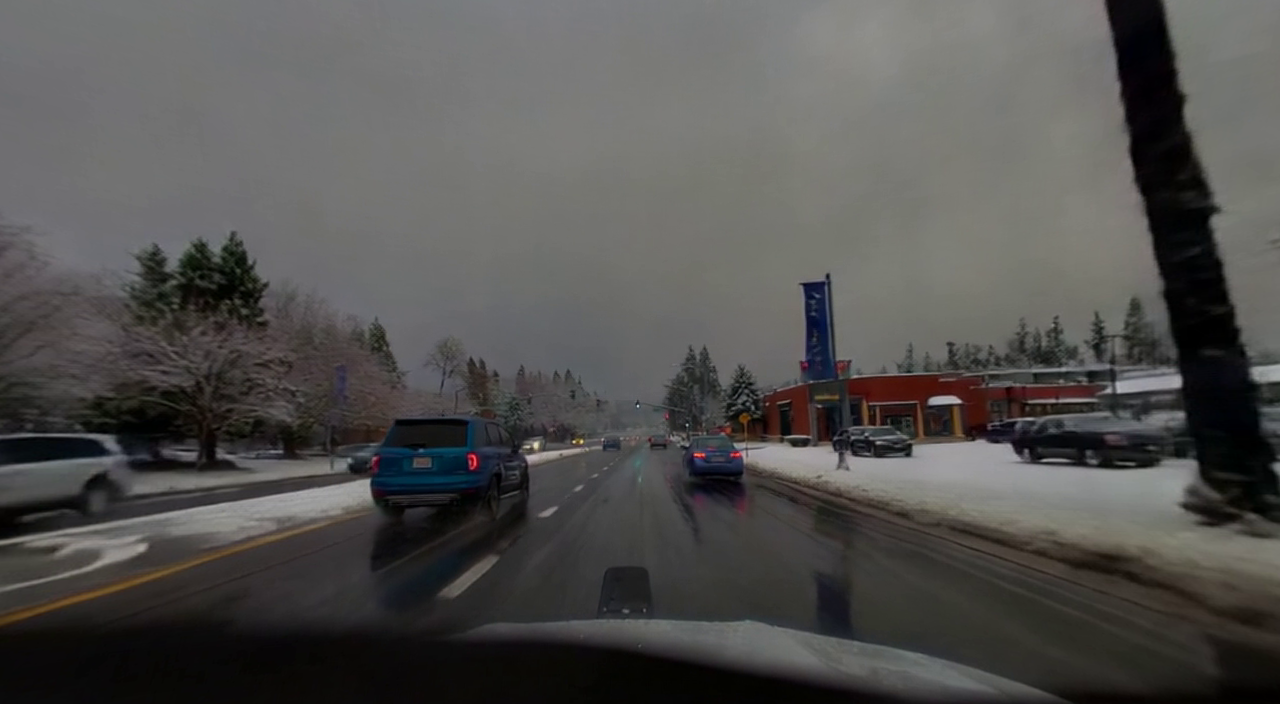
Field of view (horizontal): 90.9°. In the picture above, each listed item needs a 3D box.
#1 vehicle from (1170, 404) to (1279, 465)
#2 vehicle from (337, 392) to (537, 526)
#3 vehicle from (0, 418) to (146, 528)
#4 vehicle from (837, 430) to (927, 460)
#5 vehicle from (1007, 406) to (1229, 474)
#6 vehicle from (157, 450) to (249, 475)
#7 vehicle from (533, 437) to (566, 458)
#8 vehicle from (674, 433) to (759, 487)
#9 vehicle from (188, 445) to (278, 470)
[{"bbox_3d":[18.642,2.481,18.776,4.591,1.666,1.901,2,-9,-15],"label":"vehicle"},{"bbox_3d":[-3.397,1.924,11.703,2.152,1.987,4.527,0,-8,0],"label":"vehicle"},{"bbox_3d":[-11.579,2.015,10.552,2.110,1.790,5.333,0,-8,2],"label":"vehicle"},{"bbox_3d":[12.045,4.643,31.568,1.874,1.386,3.745,6,-10,-36],"label":"vehicle"},{"bbox_3d":[13.198,2.501,17.876,1.887,1.630,4.705,2,-9,-16],"label":"vehicle"},{"bbox_3d":[-26.700,6.733,38.560,2.011,1.395,4.238,-8,-11,44],"label":"vehicle"},{"bbox_3d":[-6.573,6.991,46.099,1.751,1.445,4.340,0,-8,1],"label":"vehicle"},{"bbox_3d":[2.234,3.321,19.751,1.919,1.472,4.470,0,-8,-3],"label":"vehicle"},{"bbox_3d":[-27.171,7.015,42.150,4.697,1.521,2.017,8,-11,-43],"label":"vehicle"}]
